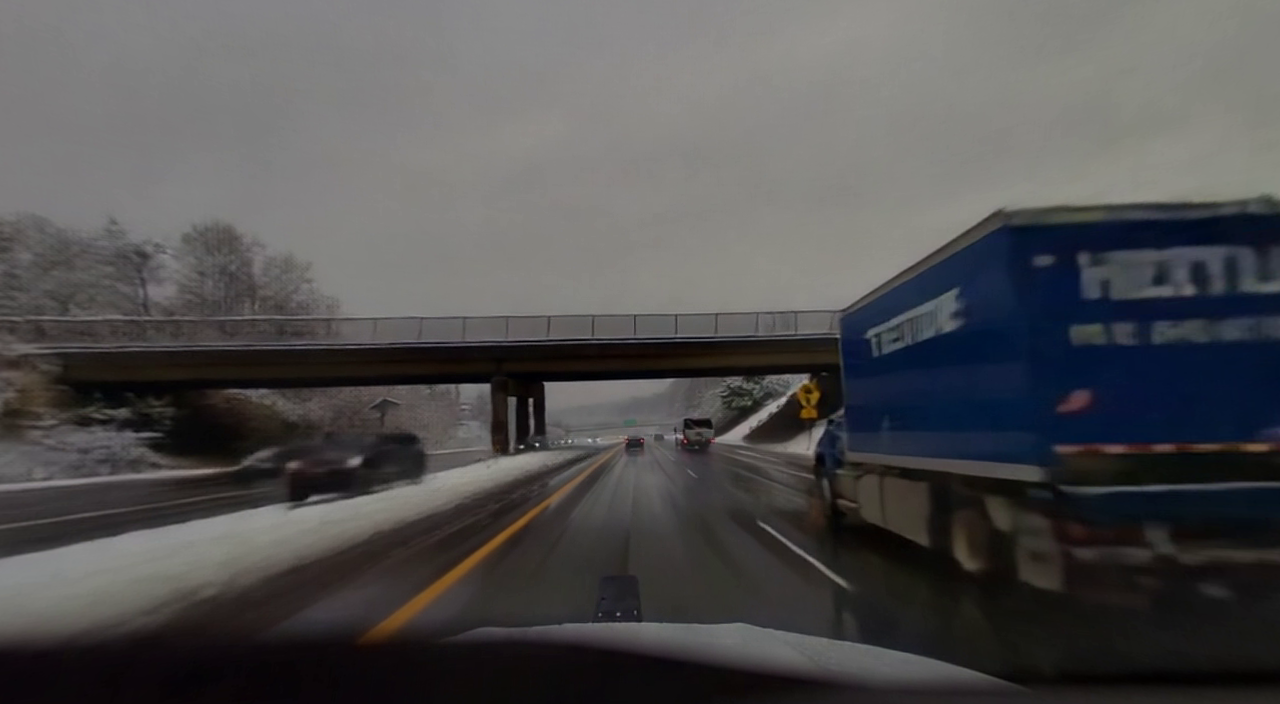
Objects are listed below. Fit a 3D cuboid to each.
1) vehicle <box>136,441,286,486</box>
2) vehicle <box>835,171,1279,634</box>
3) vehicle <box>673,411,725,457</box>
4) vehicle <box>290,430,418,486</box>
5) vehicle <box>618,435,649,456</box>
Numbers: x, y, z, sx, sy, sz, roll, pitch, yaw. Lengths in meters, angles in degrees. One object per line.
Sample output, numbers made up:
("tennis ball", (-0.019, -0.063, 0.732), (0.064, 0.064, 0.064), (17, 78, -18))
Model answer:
("vehicle", (-13.714, 3.555, 20.534), (1.809, 1.237, 4.410), (0, -7, 0))
("vehicle", (3.891, 0.480, 6.176), (2.913, 3.491, 2.811), (0, -7, -1))
("vehicle", (3.717, 5.378, 41.195), (2.715, 2.746, 6.550), (0, -7, -1))
("vehicle", (-8.734, 3.233, 19.728), (2.012, 1.526, 4.235), (0, -7, 0))
("vehicle", (-0.439, 6.269, 42.463), (1.996, 1.325, 4.029), (0, -7, 0))
